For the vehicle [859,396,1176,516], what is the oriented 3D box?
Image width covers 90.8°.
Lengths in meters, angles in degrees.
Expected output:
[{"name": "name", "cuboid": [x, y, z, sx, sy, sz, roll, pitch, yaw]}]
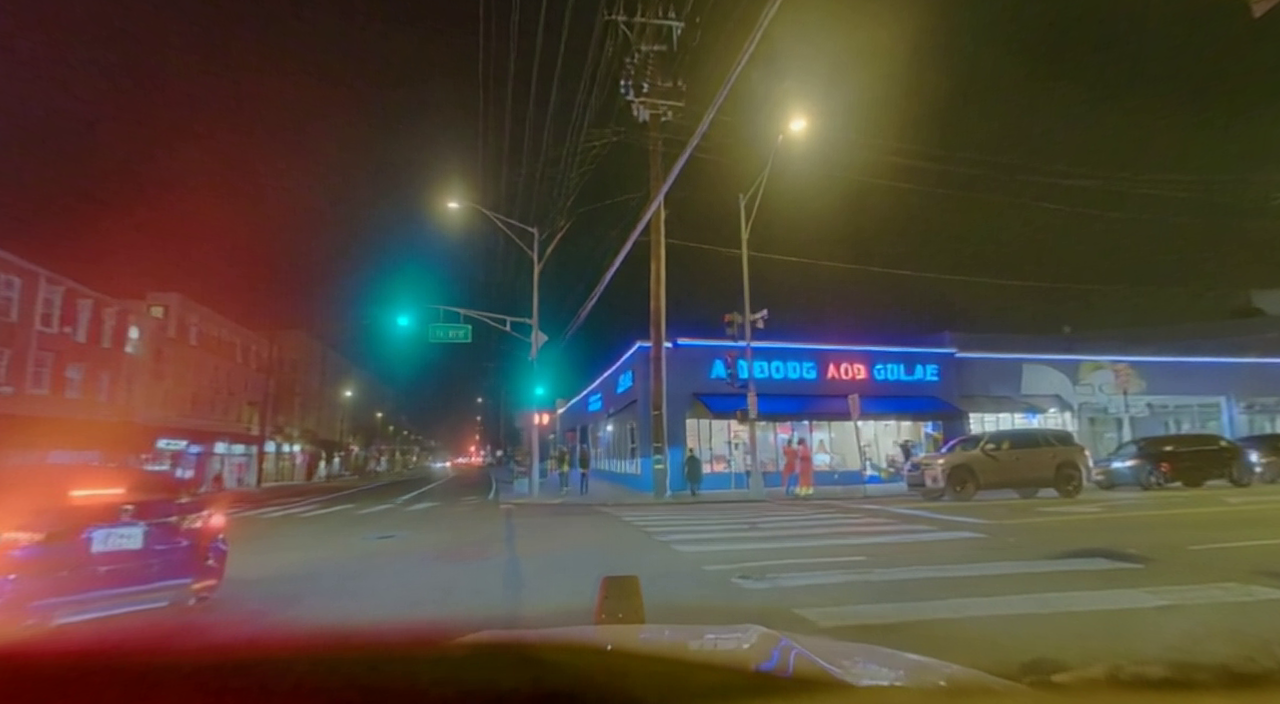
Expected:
[{"name": "vehicle", "cuboid": [7.195, 1.989, 12.296, 4.970, 1.972, 2.372, 2, -9, -16]}]

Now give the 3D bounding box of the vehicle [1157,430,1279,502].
[{"name": "vehicle", "cuboid": [14.697, 2.550, 14.444, 4.672, 1.459, 1.938, 2, -9, -15]}]

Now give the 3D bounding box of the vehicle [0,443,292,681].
[{"name": "vehicle", "cuboid": [-5.697, 1.563, 5.637, 4.439, 1.457, 2.097, -4, -9, 22]}]
